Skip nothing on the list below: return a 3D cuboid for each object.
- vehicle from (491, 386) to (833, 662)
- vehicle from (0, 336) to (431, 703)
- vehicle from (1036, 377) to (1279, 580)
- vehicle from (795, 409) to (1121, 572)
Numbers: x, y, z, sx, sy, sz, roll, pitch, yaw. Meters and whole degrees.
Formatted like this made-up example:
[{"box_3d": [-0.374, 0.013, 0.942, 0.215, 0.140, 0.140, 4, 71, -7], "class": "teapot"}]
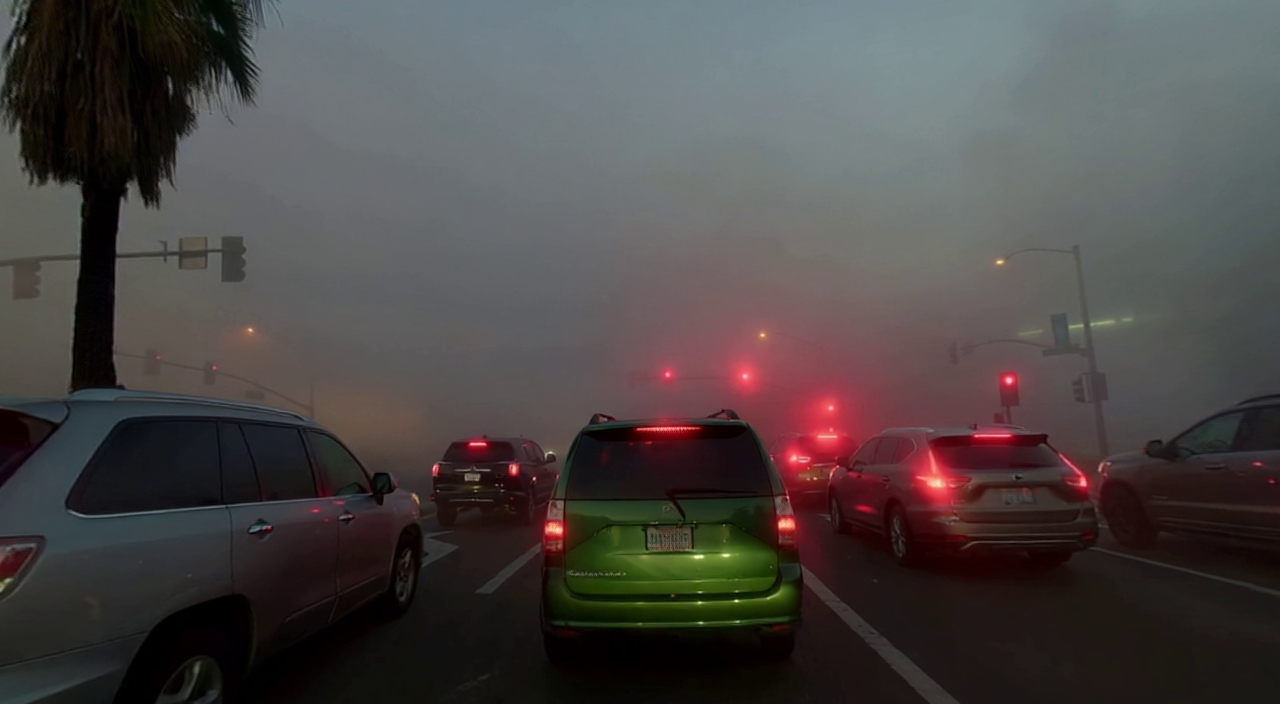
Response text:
[{"box_3d": [0.171, 1.376, 6.059, 2.123, 1.704, 4.128, 0, -9, 1], "class": "vehicle"}, {"box_3d": [-3.154, 1.089, 3.904, 2.171, 1.702, 4.416, 0, -8, 0], "class": "vehicle"}, {"box_3d": [7.336, 1.339, 6.851, 2.337, 1.925, 5.728, 0, -8, 1], "class": "vehicle"}, {"box_3d": [4.011, 1.853, 9.287, 2.072, 1.704, 5.170, 0, -9, -1], "class": "vehicle"}]
